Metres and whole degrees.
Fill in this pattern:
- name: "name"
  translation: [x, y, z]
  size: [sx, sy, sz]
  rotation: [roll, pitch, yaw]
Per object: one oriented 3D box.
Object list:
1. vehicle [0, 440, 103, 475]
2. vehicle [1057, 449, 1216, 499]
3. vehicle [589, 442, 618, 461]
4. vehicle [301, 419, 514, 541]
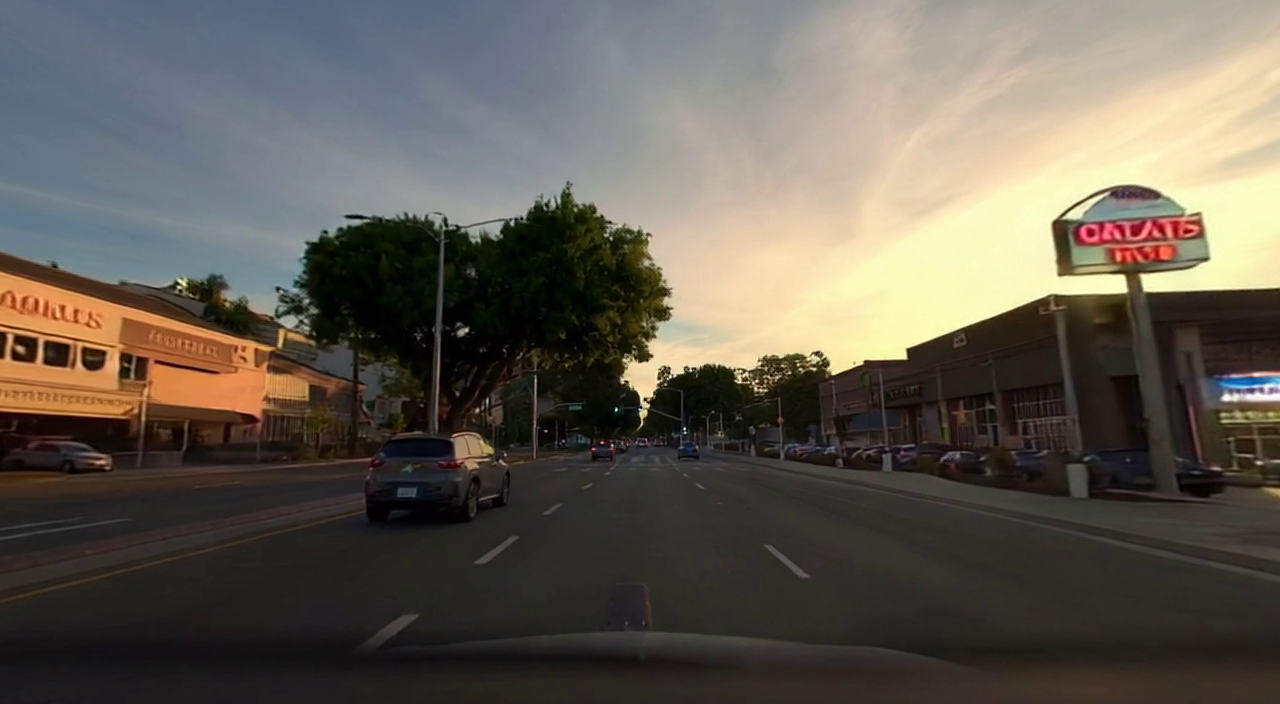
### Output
- name: "vehicle"
  translation: [-35.386, 6.143, 37.132]
  size: [2.131, 1.878, 5.681]
  rotation: [-1, -8, 4]
- name: "vehicle"
  translation: [16.393, 4.005, 20.950]
  size: [1.703, 1.446, 3.822]
  rotation: [6, -11, -44]
- name: "vehicle"
  translation: [-2.833, 7.881, 49.987]
  size: [2.005, 1.446, 4.265]
  rotation: [0, -8, 1]
- name: "vehicle"
  translation: [-3.541, 2.021, 10.525]
  size: [1.983, 1.635, 3.957]
  rotation: [0, -8, 1]
